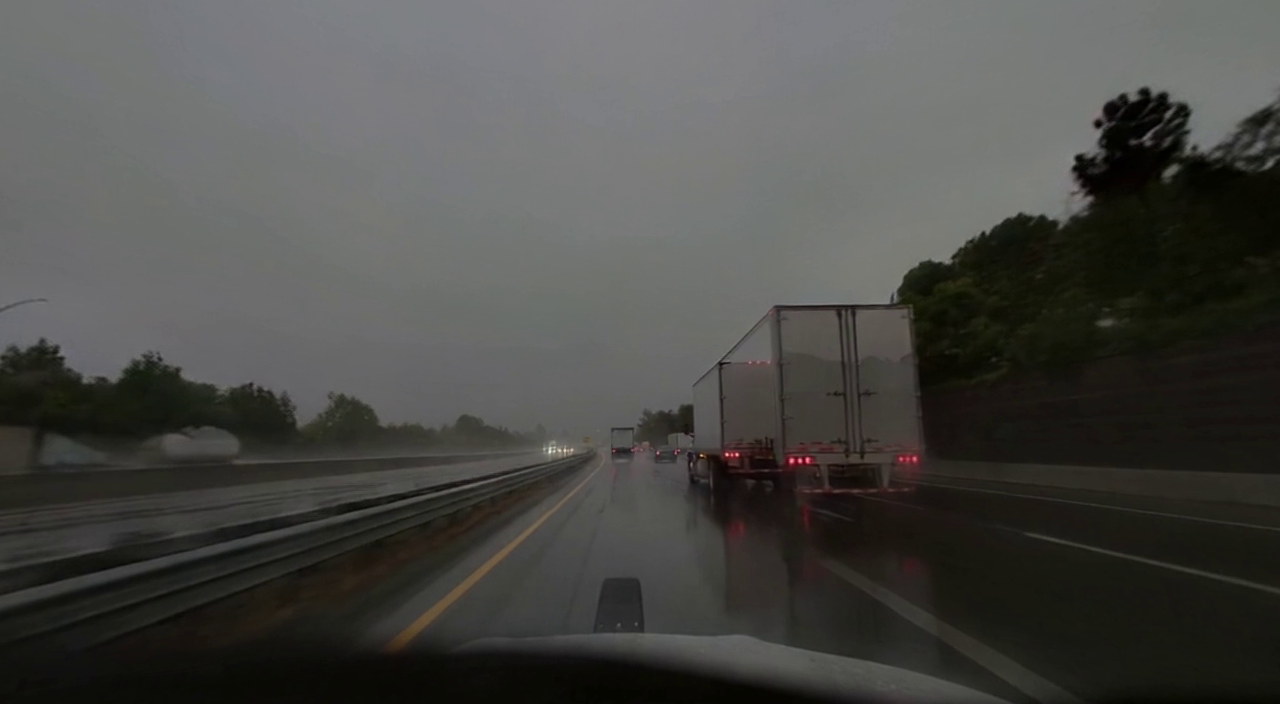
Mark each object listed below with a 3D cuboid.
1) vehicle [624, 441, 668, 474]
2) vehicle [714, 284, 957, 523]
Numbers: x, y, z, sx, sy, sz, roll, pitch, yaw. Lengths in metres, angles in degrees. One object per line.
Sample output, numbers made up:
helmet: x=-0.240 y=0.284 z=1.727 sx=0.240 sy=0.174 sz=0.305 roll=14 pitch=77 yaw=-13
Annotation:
vehicle: x=0.370 y=5.573 z=33.214 sx=2.127 sy=1.642 sz=3.899 roll=-1 pitch=-9 yaw=3
vehicle: x=3.800 y=1.466 z=14.928 sx=2.816 sy=4.086 sz=8.486 roll=0 pitch=-9 yaw=-1
